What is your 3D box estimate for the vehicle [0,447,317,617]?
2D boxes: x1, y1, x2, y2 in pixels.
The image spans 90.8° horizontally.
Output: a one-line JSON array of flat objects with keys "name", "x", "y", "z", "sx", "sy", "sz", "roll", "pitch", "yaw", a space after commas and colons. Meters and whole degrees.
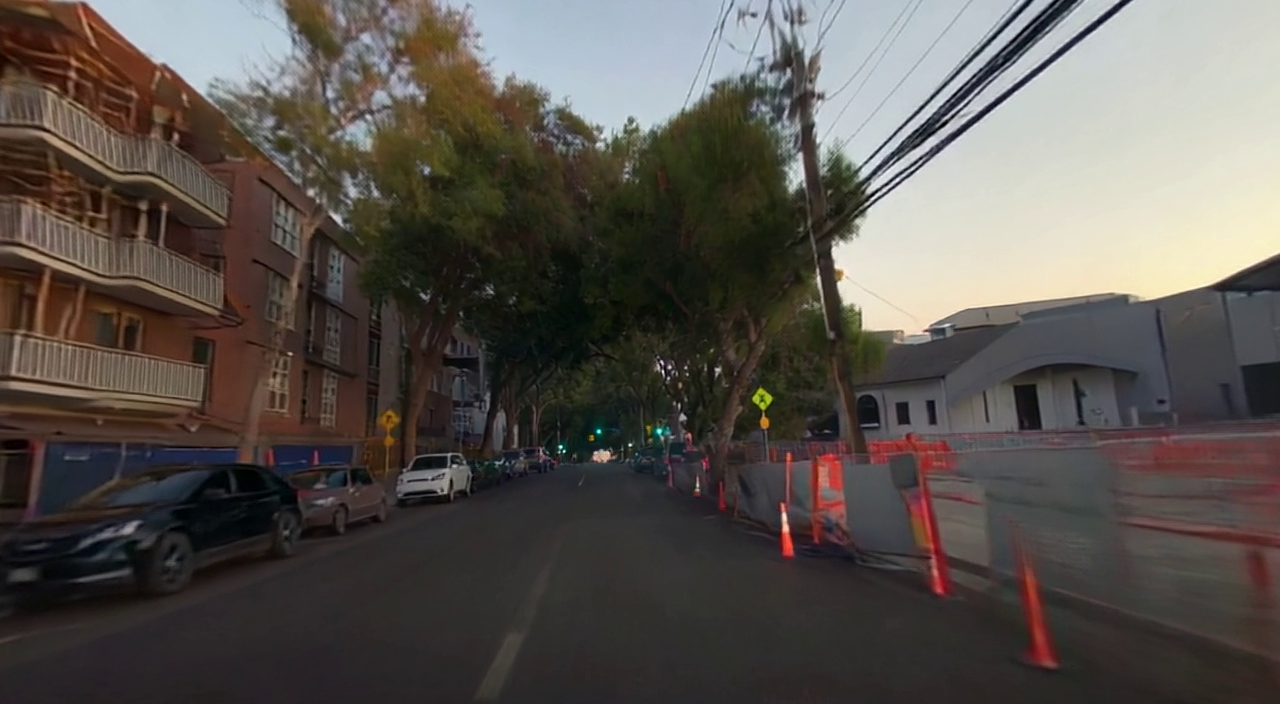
[{"name": "vehicle", "x": -6.330, "y": 2.159, "z": 8.601, "sx": 1.996, "sy": 1.695, "sz": 4.127, "roll": 0, "pitch": -9, "yaw": -6}]

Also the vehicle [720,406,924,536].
[{"name": "vehicle", "x": 2.927, "y": 2.249, "z": 11.430, "sx": 1.994, "sy": 1.857, "sz": 4.393, "roll": 1, "pitch": -14, "yaw": -5}]

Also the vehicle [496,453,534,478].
[{"name": "vehicle", "x": -8.246, "y": 7.534, "z": 42.151, "sx": 1.968, "sy": 1.450, "sz": 4.271, "roll": 0, "pitch": -9, "yaw": -4}]
